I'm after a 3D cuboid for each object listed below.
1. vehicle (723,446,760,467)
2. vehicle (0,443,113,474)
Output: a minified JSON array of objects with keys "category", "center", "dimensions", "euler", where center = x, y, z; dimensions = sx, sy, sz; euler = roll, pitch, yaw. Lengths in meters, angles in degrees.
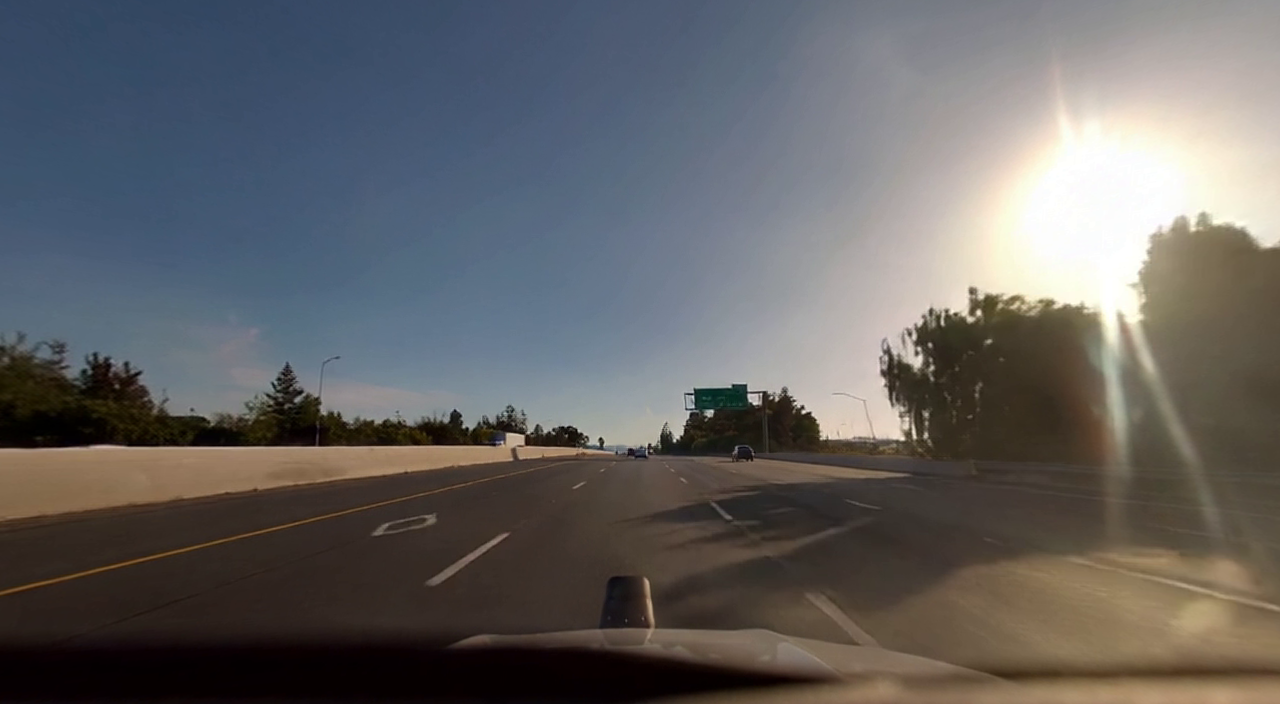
[{"category":"vehicle","center":[7.691,7.947,48.106],"dimensions":[2.056,1.465,4.304],"euler":[0,-8,-1]},{"category":"vehicle","center":[-28.882,5.232,31.167],"dimensions":[1.782,1.430,4.357],"euler":[0,-8,0]}]
